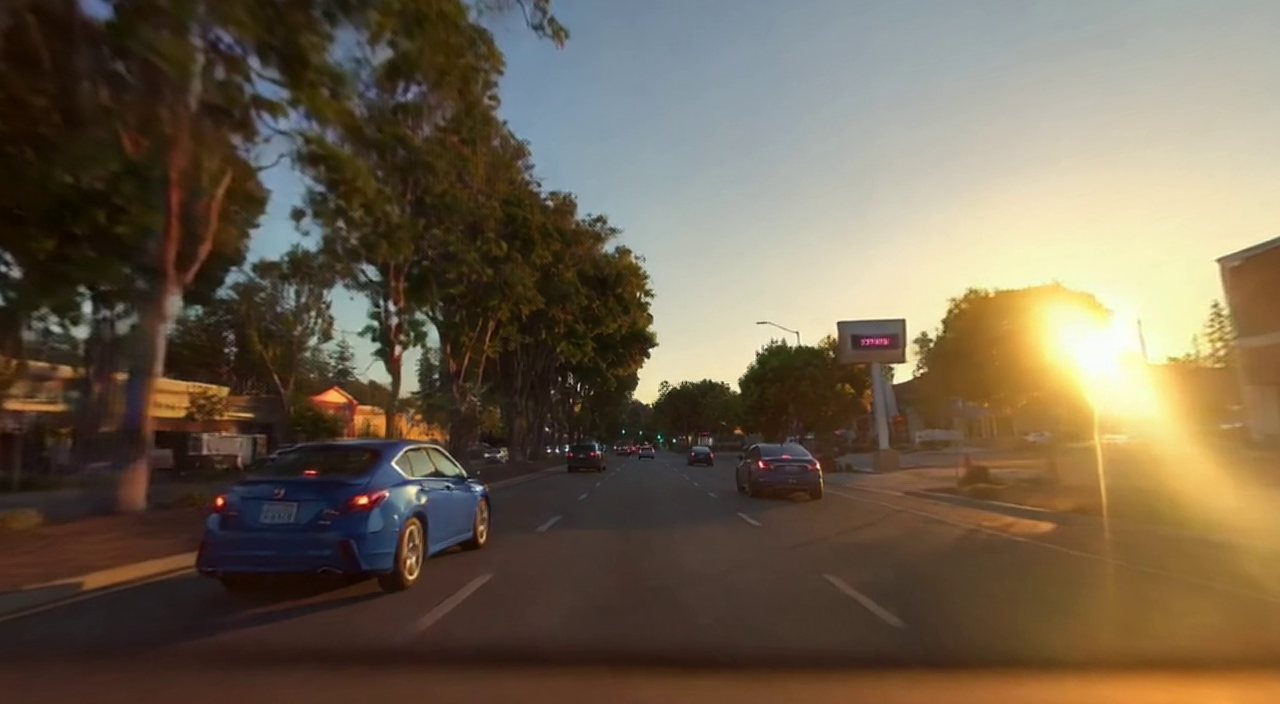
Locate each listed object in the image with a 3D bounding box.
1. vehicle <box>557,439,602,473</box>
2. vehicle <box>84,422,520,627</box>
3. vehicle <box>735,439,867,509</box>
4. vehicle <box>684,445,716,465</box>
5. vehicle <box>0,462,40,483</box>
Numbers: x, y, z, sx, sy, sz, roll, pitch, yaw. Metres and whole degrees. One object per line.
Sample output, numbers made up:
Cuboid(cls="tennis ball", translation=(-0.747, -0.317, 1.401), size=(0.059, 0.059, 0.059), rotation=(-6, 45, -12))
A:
Cuboid(cls="vehicle", translation=(-3.257, 5.741, 34.992), size=(1.981, 1.731, 4.360), rotation=(0, -9, 1))
Cuboid(cls="vehicle", translation=(-2.931, 1.620, 7.083), size=(2.082, 1.460, 4.922), rotation=(0, -9, 1))
Cuboid(cls="vehicle", translation=(3.815, 2.968, 15.880), size=(2.036, 1.480, 4.659), rotation=(0, -9, -1))
Cuboid(cls="vehicle", translation=(4.562, 7.949, 48.621), size=(1.996, 1.443, 4.270), rotation=(0, -9, -1))
Cuboid(cls="vehicle", translation=(-49.188, 9.369, 48.876), size=(3.674, 1.448, 1.627), rotation=(-2, -8, 3))
